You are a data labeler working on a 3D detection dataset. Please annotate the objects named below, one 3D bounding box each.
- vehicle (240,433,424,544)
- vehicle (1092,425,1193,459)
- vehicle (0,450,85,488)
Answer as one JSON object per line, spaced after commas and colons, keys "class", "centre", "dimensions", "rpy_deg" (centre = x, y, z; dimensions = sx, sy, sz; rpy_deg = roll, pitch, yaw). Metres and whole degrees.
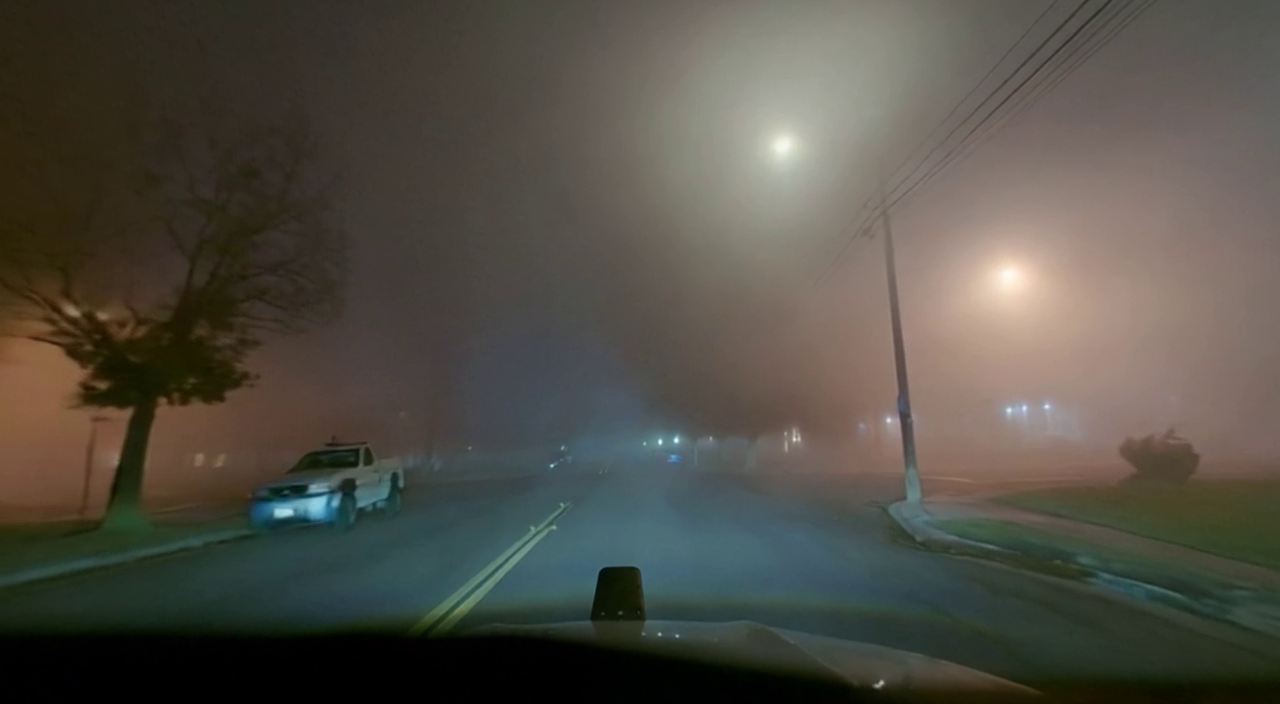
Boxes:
{"class": "vehicle", "centre": [-6.138, 2.670, 13.307], "dimensions": [2.087, 1.835, 4.445], "rpy_deg": [-1, -7, -6]}
{"class": "vehicle", "centre": [29.824, 5.289, 37.736], "dimensions": [1.923, 1.805, 4.876], "rpy_deg": [-2, -6, -1]}
{"class": "vehicle", "centre": [-36.048, 6.928, 37.703], "dimensions": [1.821, 1.691, 4.510], "rpy_deg": [0, -3, 0]}
